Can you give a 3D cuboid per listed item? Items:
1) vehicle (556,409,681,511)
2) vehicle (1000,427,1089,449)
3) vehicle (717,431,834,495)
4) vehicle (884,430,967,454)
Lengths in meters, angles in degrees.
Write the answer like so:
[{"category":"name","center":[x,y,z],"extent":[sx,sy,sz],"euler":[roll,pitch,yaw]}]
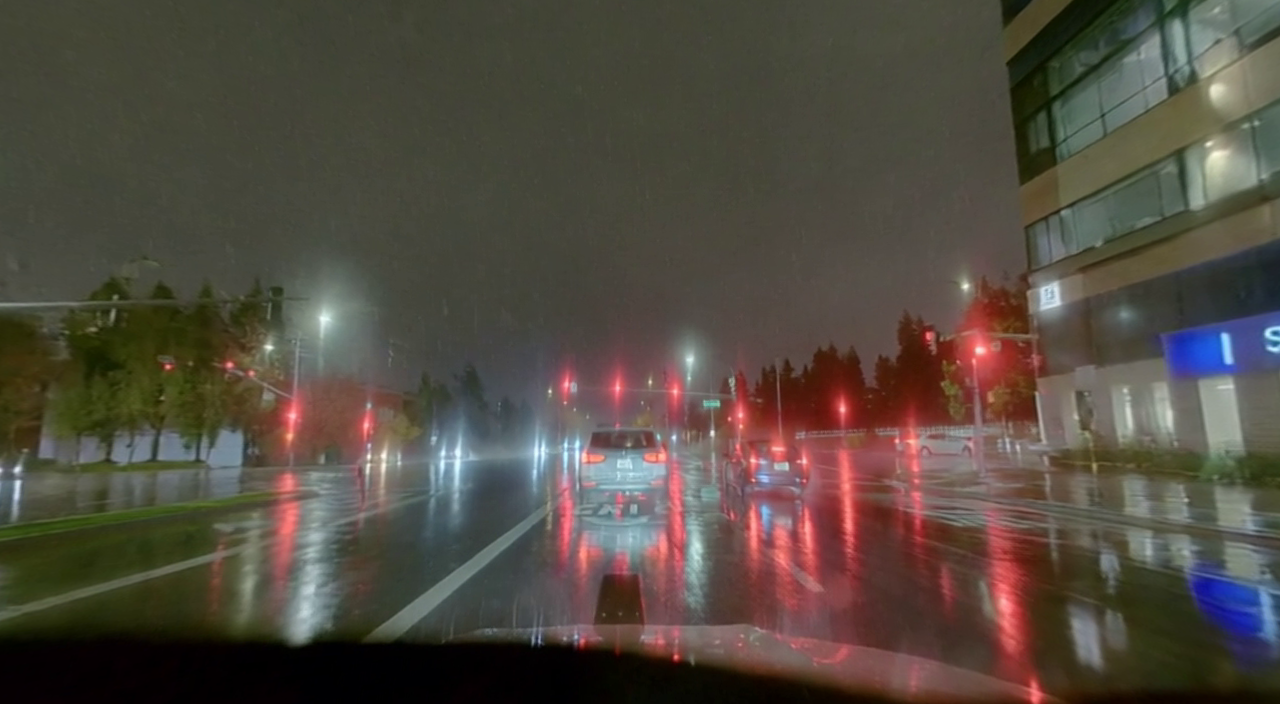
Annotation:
[{"category":"vehicle","center":[-0.410,2.330,13.950],"extent":[2.313,1.860,4.319],"euler":[0,-9,0]},{"category":"vehicle","center":[27.564,5.893,43.171],"extent":[4.766,1.462,1.872],"euler":[0,-9,0]},{"category":"vehicle","center":[3.423,2.914,16.909],"extent":[2.080,1.472,4.401],"euler":[0,-9,-1]},{"category":"vehicle","center":[19.452,6.157,43.200],"extent":[4.851,1.517,1.720],"euler":[0,-9,-3]}]
